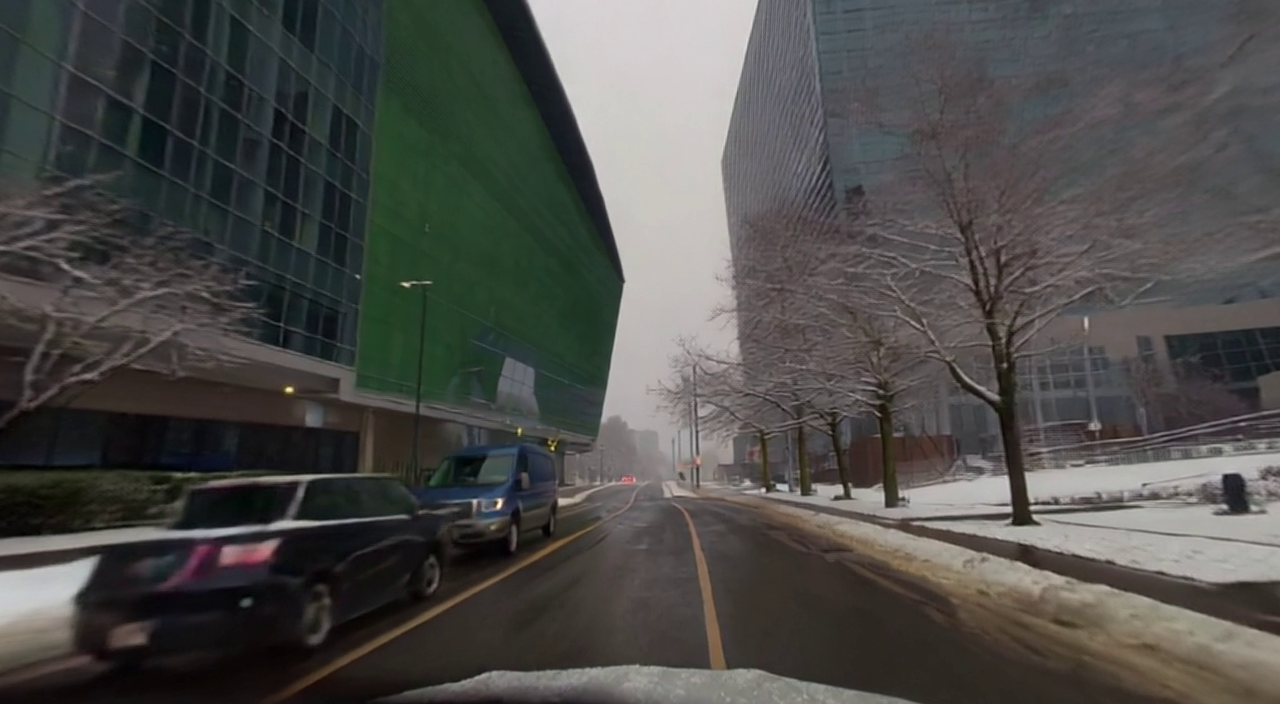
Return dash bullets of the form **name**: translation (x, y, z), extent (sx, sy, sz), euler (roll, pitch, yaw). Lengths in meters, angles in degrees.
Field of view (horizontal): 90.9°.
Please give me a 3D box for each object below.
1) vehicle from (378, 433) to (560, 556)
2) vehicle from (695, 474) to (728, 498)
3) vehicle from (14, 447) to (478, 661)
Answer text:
- **vehicle**: translation (-3.228, 2.888, 13.216), extent (2.148, 2.024, 4.884), euler (0, -11, 3)
- **vehicle**: translation (4.635, 8.777, 41.526), extent (1.899, 1.470, 3.666), euler (0, -11, 2)
- **vehicle**: translation (-3.463, 1.911, 6.922), extent (1.853, 1.495, 4.632), euler (-2, -11, 4)
